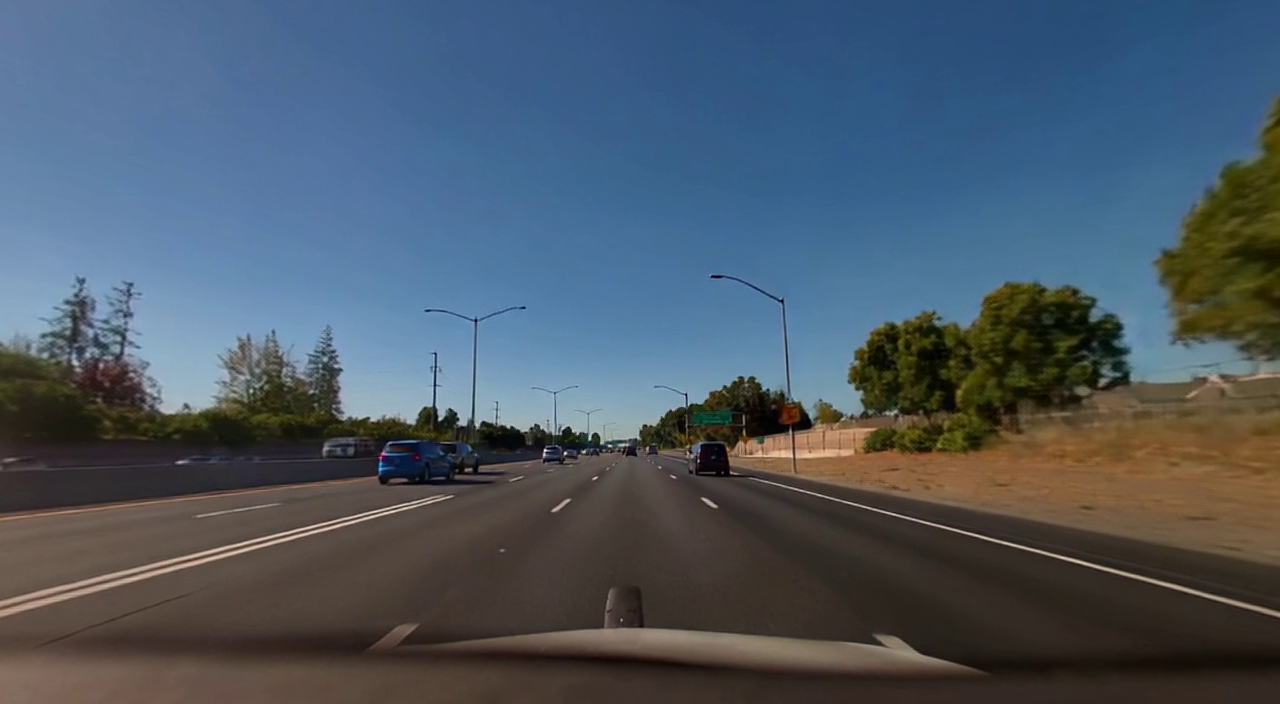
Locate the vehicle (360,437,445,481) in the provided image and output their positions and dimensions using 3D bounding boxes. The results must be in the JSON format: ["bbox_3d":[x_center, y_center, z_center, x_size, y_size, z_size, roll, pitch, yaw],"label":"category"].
[{"bbox_3d":[-11.087,5.017,29.767,2.137,1.873,4.687,0,-8,0],"label":"vehicle"}]

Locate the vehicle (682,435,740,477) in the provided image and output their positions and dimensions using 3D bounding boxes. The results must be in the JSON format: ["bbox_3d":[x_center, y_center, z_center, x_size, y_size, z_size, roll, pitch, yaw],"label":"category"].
[{"bbox_3d":[3.379,5.089,30.988,2.184,1.892,4.763,0,-8,-1],"label":"vehicle"}]

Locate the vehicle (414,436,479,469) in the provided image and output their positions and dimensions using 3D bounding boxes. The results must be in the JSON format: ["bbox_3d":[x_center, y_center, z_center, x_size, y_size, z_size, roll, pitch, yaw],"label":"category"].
[{"bbox_3d":[-14.418,7.568,47.531,2.736,2.262,6.533,0,-8,1],"label":"vehicle"}]
